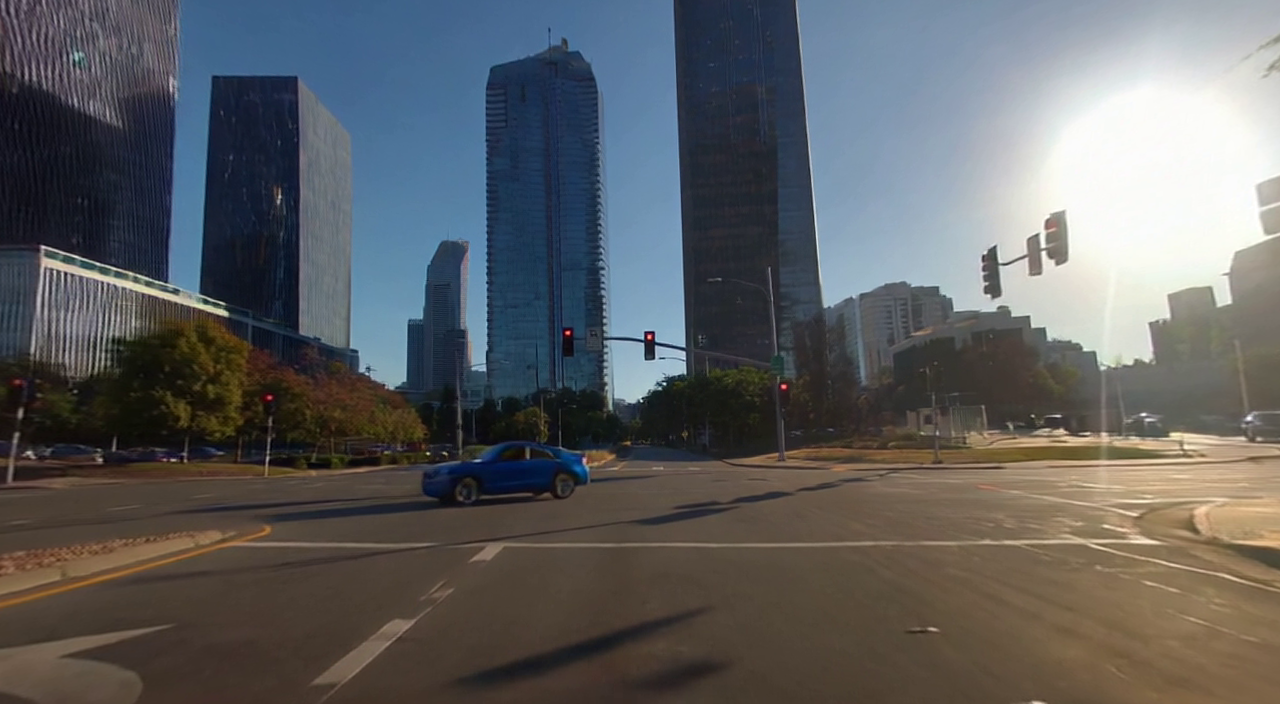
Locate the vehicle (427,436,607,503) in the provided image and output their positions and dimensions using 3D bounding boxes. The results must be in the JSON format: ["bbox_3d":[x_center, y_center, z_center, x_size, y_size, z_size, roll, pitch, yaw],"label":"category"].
[{"bbox_3d":[-3.248,3.083,16.881,4.218,1.572,2.065,5,-10,-31],"label":"vehicle"}]
